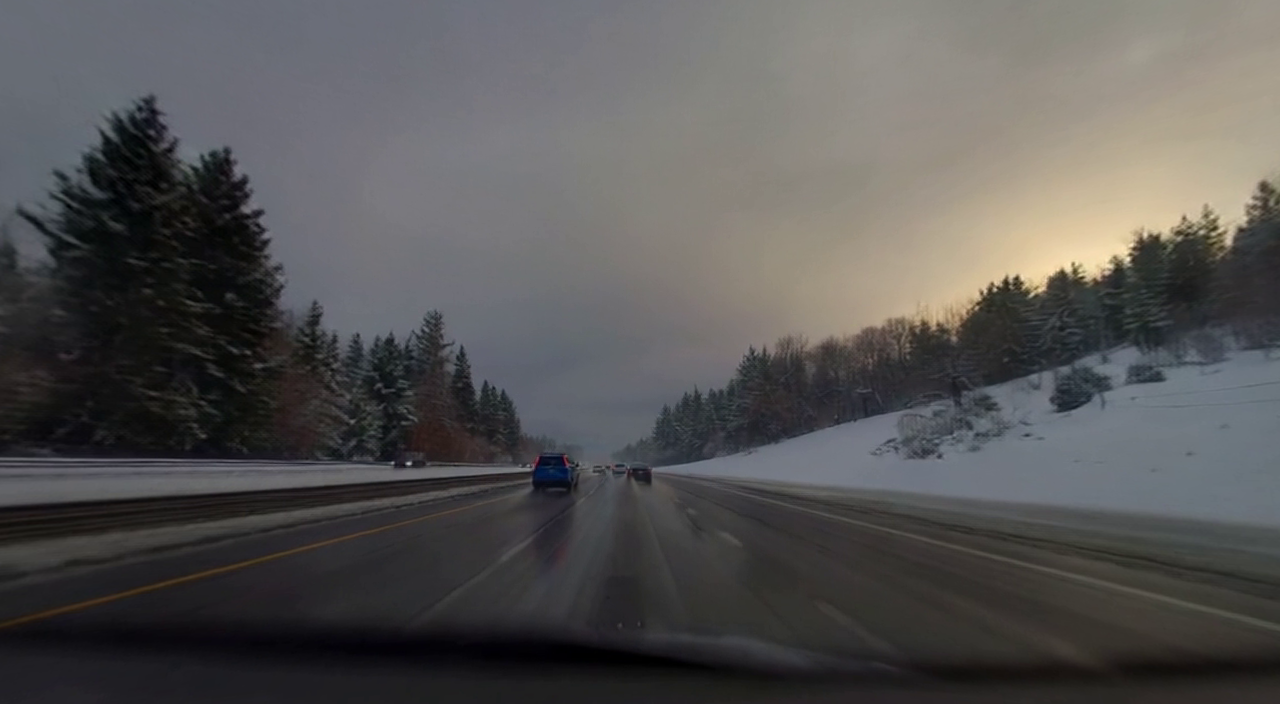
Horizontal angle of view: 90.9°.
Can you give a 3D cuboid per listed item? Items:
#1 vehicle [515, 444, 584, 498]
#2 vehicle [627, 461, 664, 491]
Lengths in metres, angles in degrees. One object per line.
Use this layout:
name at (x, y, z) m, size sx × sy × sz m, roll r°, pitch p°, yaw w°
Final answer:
vehicle at (-3.825, 5.187, 27.619) m, size 2.237 × 2.113 × 4.815 m, roll 0°, pitch -10°, yaw 1°
vehicle at (0.283, 6.976, 35.419) m, size 1.905 × 1.559 × 3.491 m, roll 1°, pitch -10°, yaw -2°
